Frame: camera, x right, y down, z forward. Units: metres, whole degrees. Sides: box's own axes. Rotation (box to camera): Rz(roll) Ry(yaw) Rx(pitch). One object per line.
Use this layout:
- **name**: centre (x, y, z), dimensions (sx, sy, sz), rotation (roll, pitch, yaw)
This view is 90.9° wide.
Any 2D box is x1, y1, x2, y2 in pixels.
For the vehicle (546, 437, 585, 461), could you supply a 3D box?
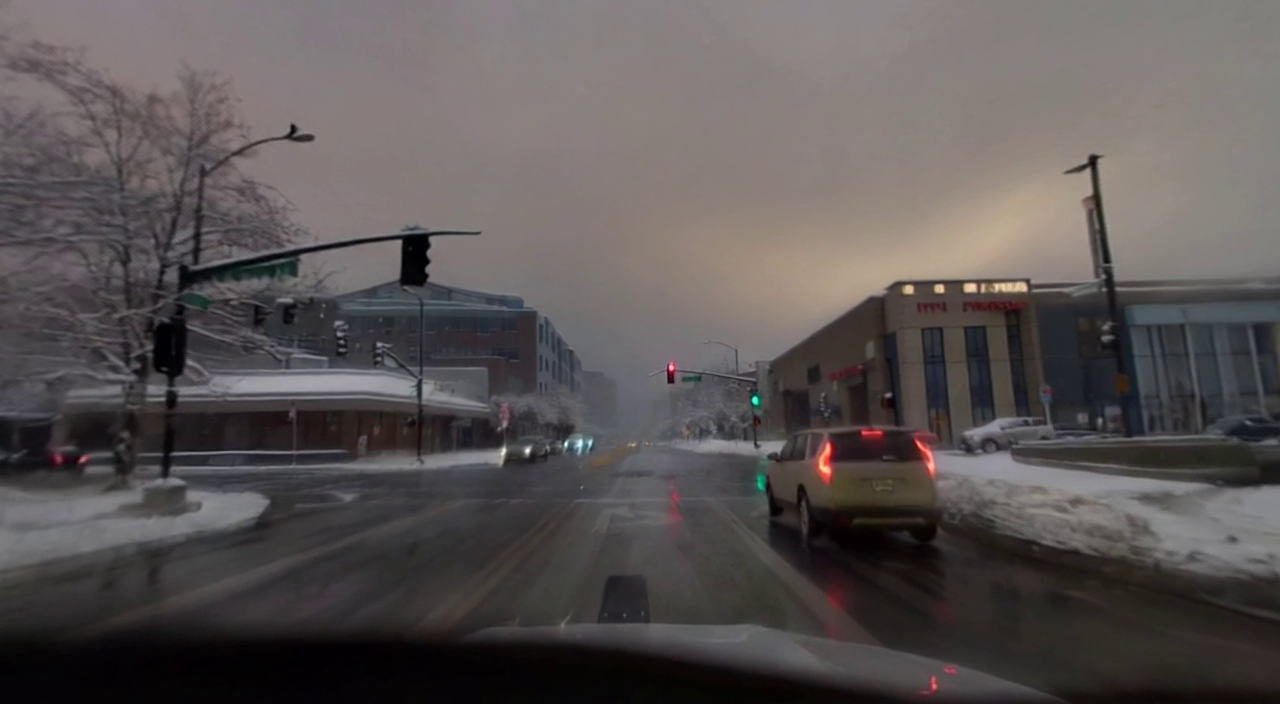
- **vehicle**: centre (-5.483, 7.249, 47.182), dimensions (2.115, 1.690, 4.322), rotation (-1, -8, 4)

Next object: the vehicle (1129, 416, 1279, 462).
- **vehicle**: centre (21.456, 3.311, 23.975), dimensions (4.095, 1.640, 1.848), rotation (0, -8, -1)

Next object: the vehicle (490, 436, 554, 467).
- **vehicle**: centre (-6.881, 5.847, 37.354), dimensions (1.972, 1.693, 4.516), rotation (-2, -9, 15)

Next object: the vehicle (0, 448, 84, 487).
- **vehicle**: centre (-26.691, 4.895, 26.904), dimensions (4.037, 1.562, 2.099), rotation (-1, -8, 4)

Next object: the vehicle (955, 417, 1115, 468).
- **vehicle**: centre (14.619, 3.387, 23.549), dimensions (4.611, 1.778, 1.939), rotation (0, -8, 0)

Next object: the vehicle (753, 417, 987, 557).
- **vehicle**: centre (2.956, 1.815, 9.133), dimensions (1.947, 1.576, 3.825), rotation (0, -8, 0)
